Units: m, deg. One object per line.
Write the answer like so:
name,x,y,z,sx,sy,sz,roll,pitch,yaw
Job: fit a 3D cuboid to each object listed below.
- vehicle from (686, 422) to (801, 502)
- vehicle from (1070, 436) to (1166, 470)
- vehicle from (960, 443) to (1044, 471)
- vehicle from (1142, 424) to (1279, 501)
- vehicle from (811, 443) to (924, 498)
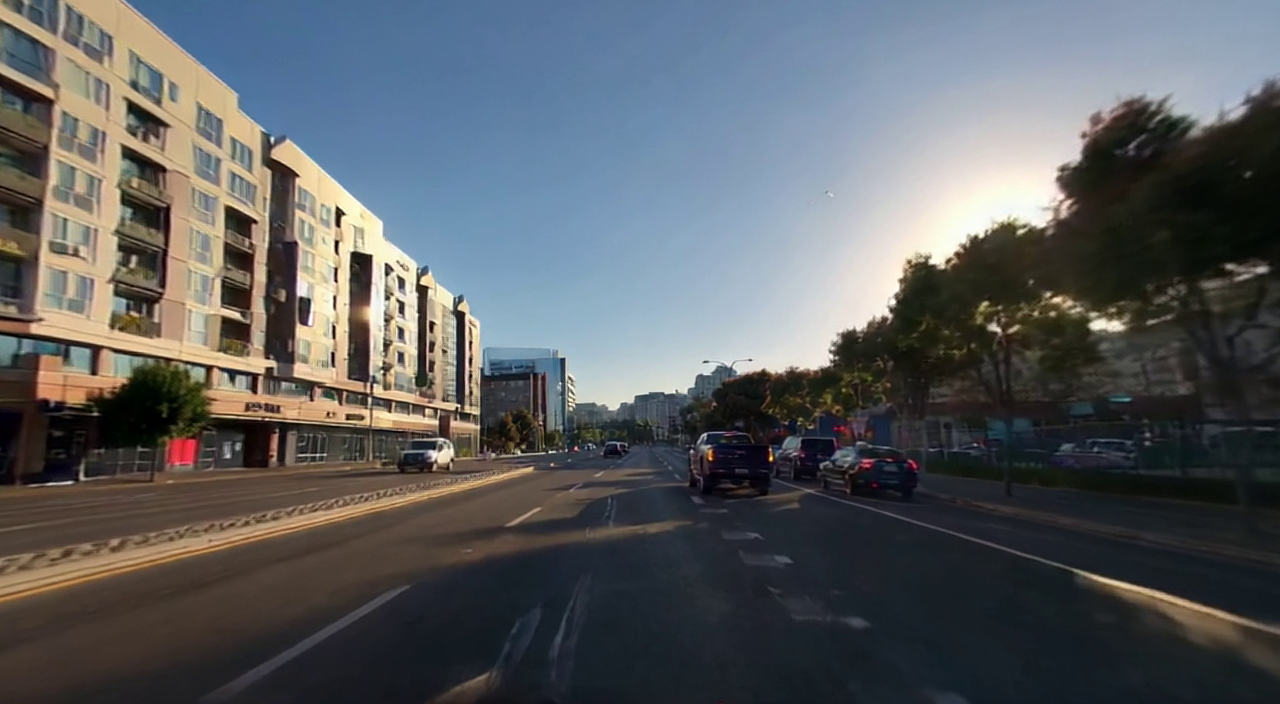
vehicle,2.514,2.864,16.798,2.130,1.787,5.126,0,-9,-1
vehicle,25.766,5.446,34.256,1.887,1.696,4.337,-1,-9,3
vehicle,20.287,5.861,35.619,1.780,1.474,4.533,0,-8,-5
vehicle,14.776,2.569,14.895,1.975,1.648,4.451,1,-8,-4
vehicle,6.738,3.536,19.241,1.795,1.459,4.333,0,-9,-1
